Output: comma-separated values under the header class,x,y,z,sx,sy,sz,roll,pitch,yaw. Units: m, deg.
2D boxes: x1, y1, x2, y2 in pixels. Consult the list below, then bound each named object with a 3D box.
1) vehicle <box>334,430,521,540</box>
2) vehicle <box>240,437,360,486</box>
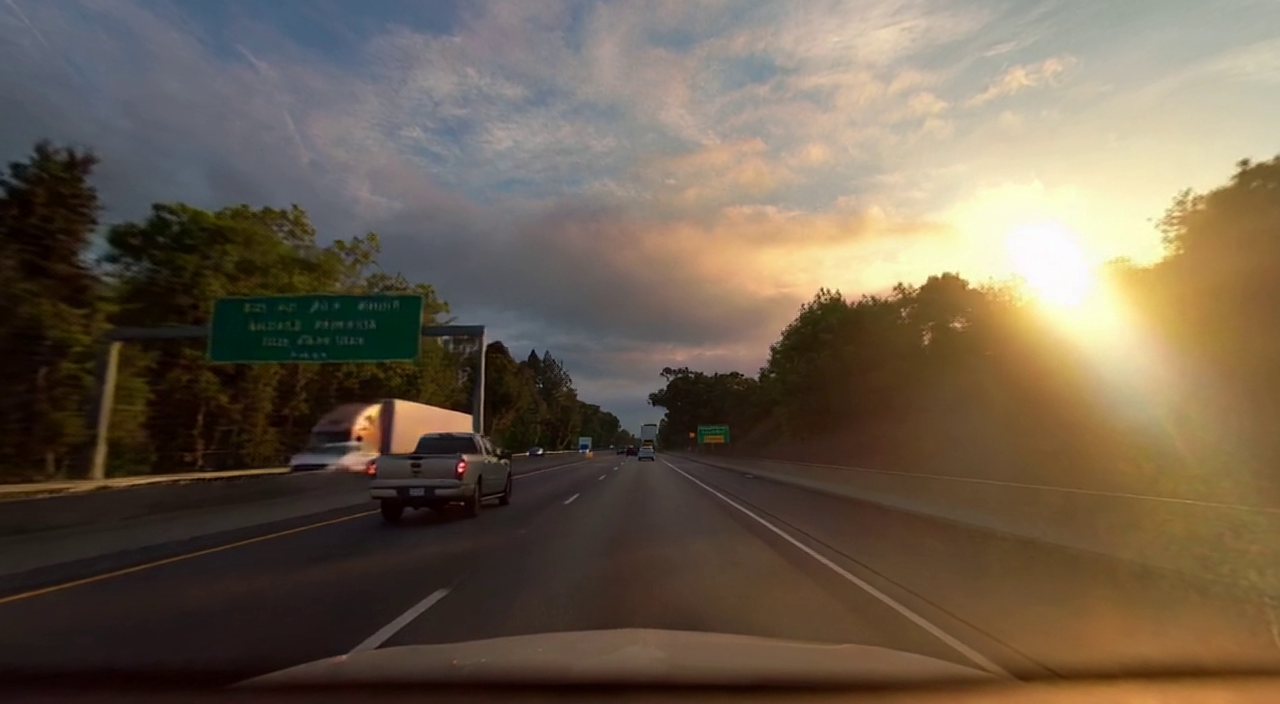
class,x,y,z,sx,sy,sz,roll,pitch,yaw
vehicle,-3.595,2.317,11.547,2.009,1.638,3.968,0,-9,0
vehicle,-15.937,5.162,30.068,2.416,2.072,5.800,0,-9,0
